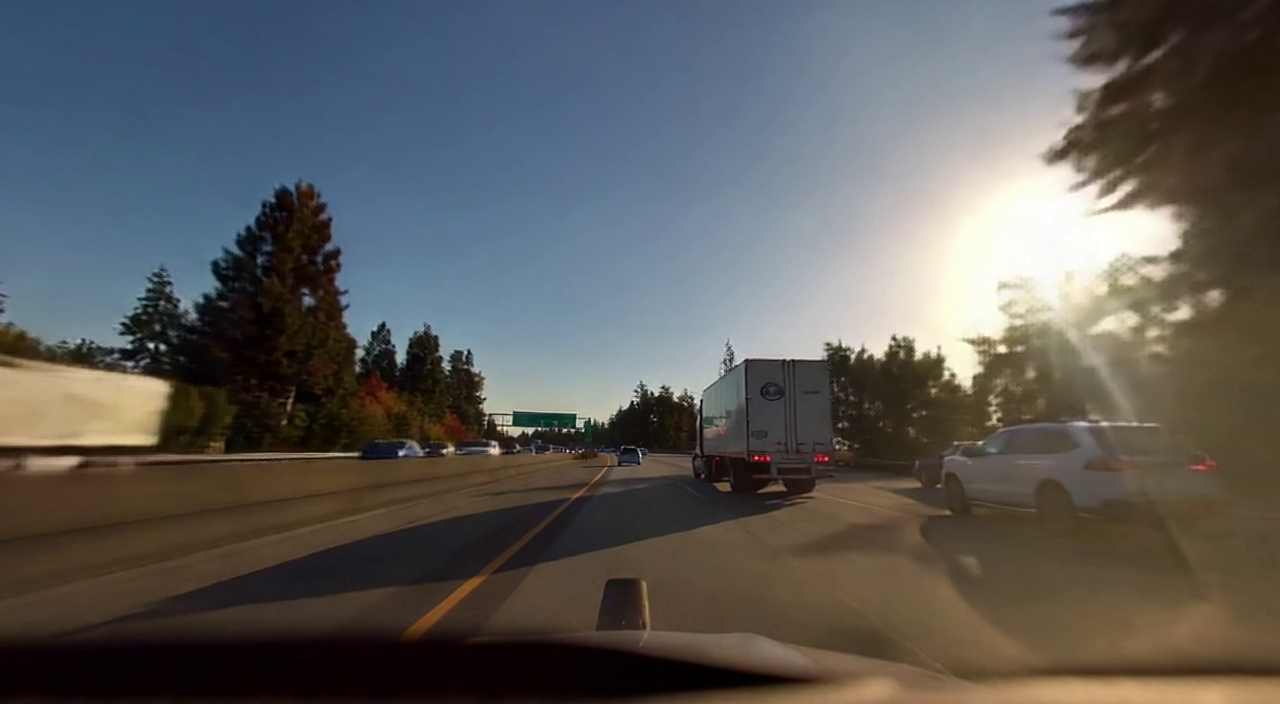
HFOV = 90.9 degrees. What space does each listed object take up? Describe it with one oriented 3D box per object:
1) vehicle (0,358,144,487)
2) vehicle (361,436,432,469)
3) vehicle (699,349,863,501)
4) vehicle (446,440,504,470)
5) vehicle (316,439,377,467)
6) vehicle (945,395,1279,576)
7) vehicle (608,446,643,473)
[{"bbox_3d":[-15.690,1.644,14.450,2.609,2.862,7.328,0,-9,0],"label":"vehicle"},{"bbox_3d":[-12.614,5.264,32.992,2.034,1.600,4.304,0,-9,0],"label":"vehicle"},{"bbox_3d":[4.341,2.983,23.596,2.890,4.006,14.039,0,-9,0],"label":"vehicle"},{"bbox_3d":[-8.720,5.496,33.709,1.952,1.500,4.487,0,-9,0],"label":"vehicle"},{"bbox_3d":[-16.507,5.702,35.566,1.731,1.512,3.543,0,-9,0],"label":"vehicle"},{"bbox_3d":[6.797,1.780,9.155,2.128,1.872,5.043,0,-9,0],"label":"vehicle"},{"bbox_3d":[-0.929,6.958,40.880,2.111,1.599,3.859,0,-9,-1],"label":"vehicle"}]
